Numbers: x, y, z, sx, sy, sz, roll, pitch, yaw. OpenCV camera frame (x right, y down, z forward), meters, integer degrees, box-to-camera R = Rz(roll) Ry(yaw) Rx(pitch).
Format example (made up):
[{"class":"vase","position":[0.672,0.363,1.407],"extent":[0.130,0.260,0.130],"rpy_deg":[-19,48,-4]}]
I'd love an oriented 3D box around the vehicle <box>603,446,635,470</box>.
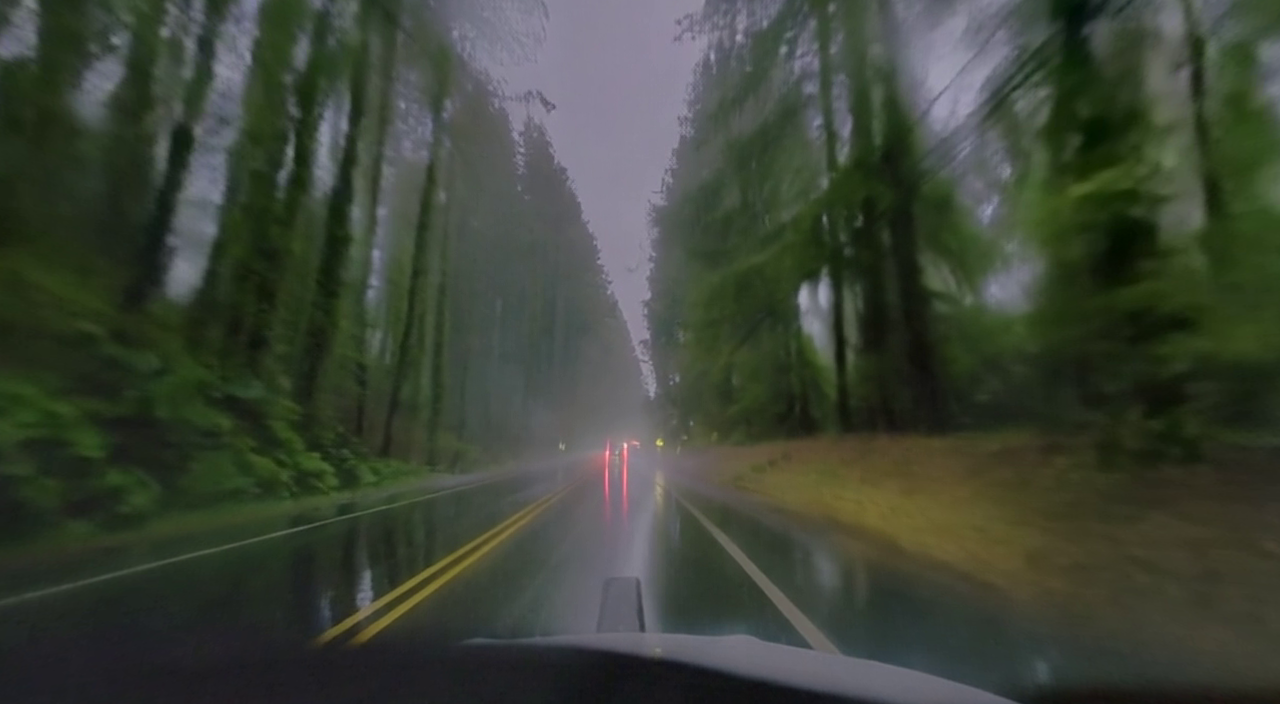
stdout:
[{"class":"vehicle","position":[-1.387,6.991,41.752],"extent":[2.042,1.489,3.963],"rpy_deg":[0,-9,-2]}]
